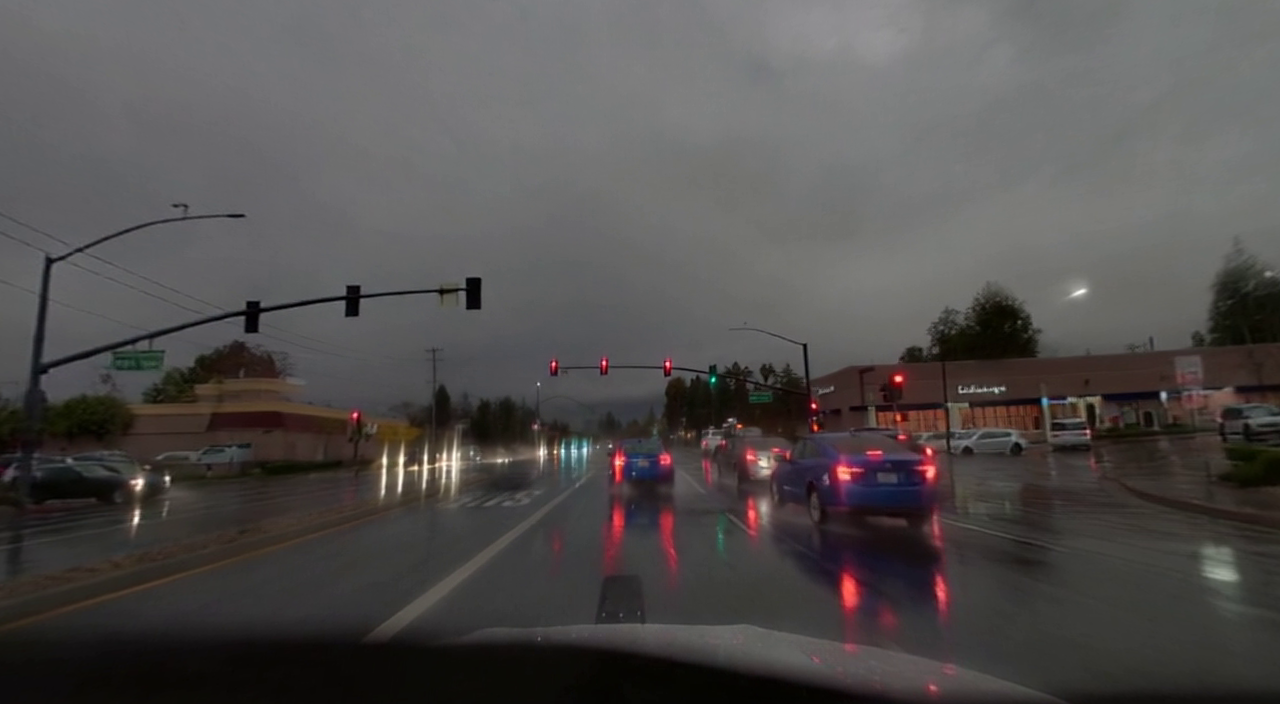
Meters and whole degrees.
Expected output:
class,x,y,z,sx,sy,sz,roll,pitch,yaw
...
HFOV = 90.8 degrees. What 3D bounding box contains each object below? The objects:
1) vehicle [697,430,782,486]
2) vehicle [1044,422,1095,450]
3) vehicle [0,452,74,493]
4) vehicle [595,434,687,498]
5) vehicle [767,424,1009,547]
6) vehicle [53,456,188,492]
class,x,y,z,sx,sy,sz,roll,pitch,yaw
vehicle,3.154,3.487,21.098,1.973,1.633,4.717,0,-8,-1
vehicle,33.783,6.647,49.618,2.237,2.063,5.099,-8,-12,43
vehicle,-38.397,7.354,38.669,5.135,2.388,2.288,0,-8,-1
vehicle,-0.018,2.951,16.730,2.135,1.468,4.076,0,-8,-1
vehicle,3.496,1.966,10.060,1.889,1.473,4.643,0,-8,-1
vehicle,-26.276,6.156,32.108,4.780,1.669,2.232,0,-8,-2
